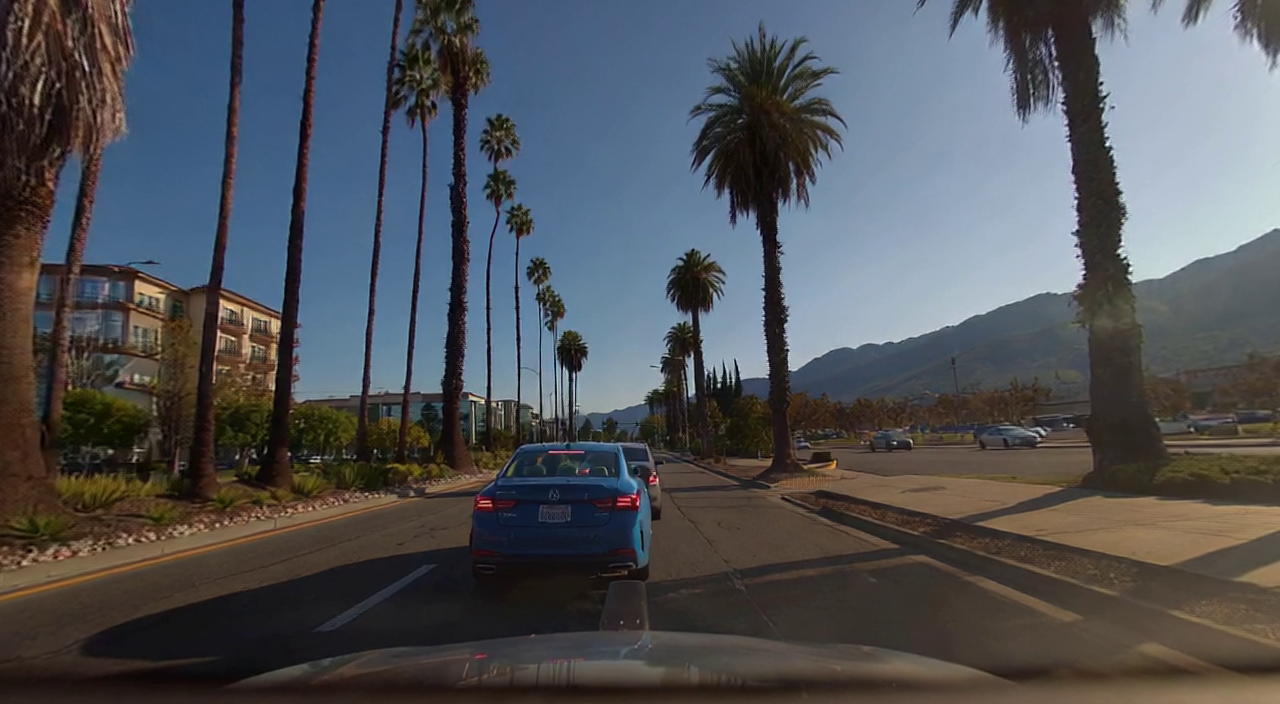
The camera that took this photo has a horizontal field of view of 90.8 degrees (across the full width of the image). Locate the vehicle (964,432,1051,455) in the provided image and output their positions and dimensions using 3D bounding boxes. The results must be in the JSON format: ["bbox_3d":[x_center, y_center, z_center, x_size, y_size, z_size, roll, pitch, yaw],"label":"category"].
[{"bbox_3d":[24.706,6.179,42.584,4.640,1.526,1.961,0,-8,2],"label":"vehicle"}]

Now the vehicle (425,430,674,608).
[{"bbox_3d":[-0.827,1.685,7.294,2.067,1.459,3.886,0,-8,-2],"label":"vehicle"}]

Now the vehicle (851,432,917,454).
[{"bbox_3d":[19.189,7.194,49.800,1.925,1.652,4.490,6,-10,-34],"label":"vehicle"}]
